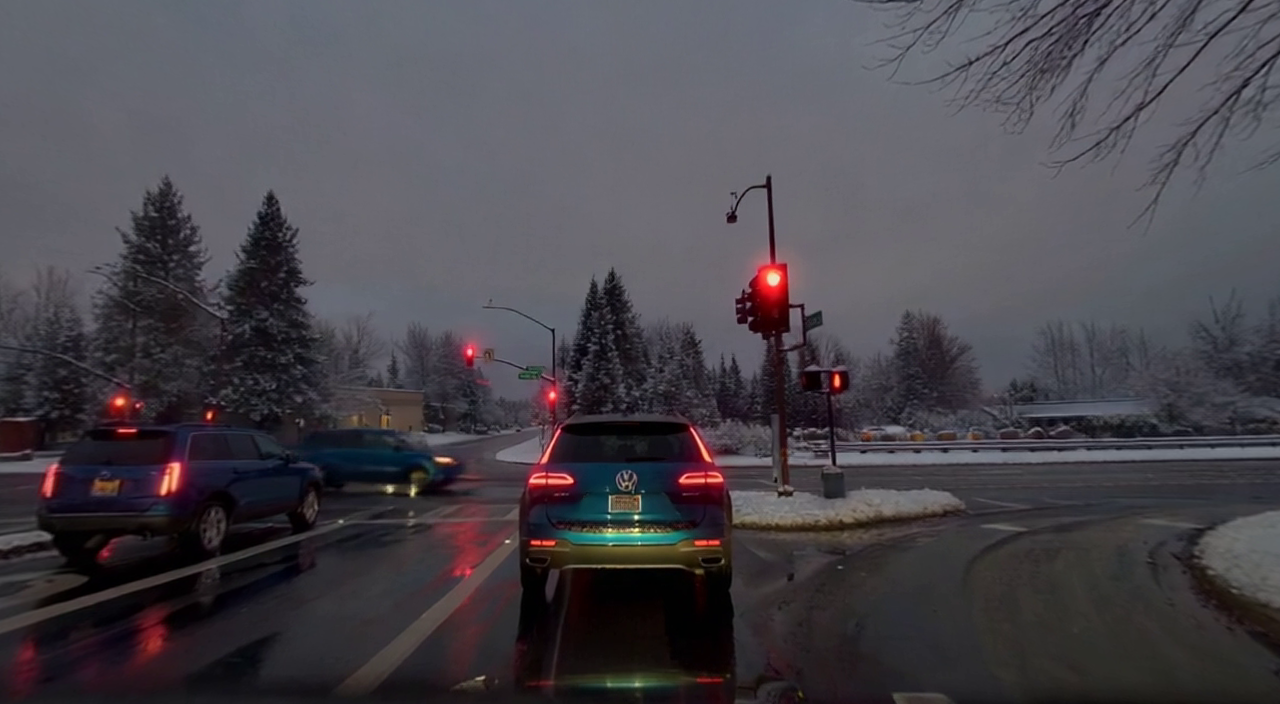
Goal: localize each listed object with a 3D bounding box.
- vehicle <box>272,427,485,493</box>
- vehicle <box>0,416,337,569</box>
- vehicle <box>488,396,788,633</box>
[{"bbox_3d":[-7.889,3.283,19.288,5.623,1.843,2.147,-1,-9,8],"label":"vehicle"},{"bbox_3d":[-6.395,1.904,9.295,2.020,1.695,4.187,1,-9,-5],"label":"vehicle"},{"bbox_3d":[-0.162,1.466,6.672,2.154,1.670,4.140,1,-9,-5],"label":"vehicle"}]
